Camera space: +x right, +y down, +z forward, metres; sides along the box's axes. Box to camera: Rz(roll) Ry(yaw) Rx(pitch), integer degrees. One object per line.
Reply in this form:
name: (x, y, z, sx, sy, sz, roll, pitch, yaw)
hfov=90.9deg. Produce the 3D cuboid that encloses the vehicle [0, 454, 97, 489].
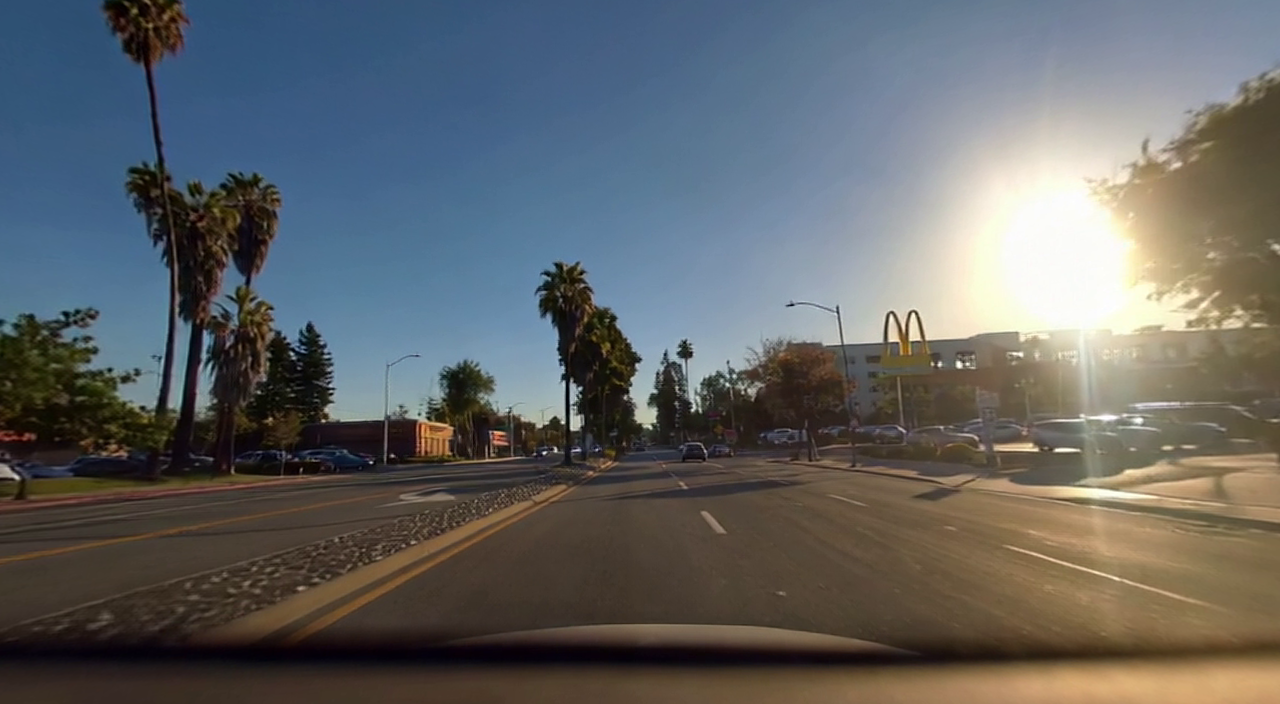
vehicle: (-28.046, 5.498, 29.224, 2.023, 1.468, 4.153, 0, -10, 0)

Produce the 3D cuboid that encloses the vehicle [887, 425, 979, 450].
vehicle: (18.104, 5.322, 39.128, 4.691, 1.545, 1.900, -1, -8, 4)

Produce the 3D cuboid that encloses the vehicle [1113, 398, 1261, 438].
vehicle: (30.714, 3.758, 35.583, 6.052, 2.013, 2.331, 1, -11, 1)

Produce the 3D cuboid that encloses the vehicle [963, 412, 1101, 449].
vehicle: (18.852, 3.829, 30.542, 5.123, 1.730, 2.183, 0, -8, 3)

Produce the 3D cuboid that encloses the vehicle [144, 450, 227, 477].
vehicle: (-28.501, 6.965, 39.744, 2.067, 1.563, 4.043, 0, -8, 2)
